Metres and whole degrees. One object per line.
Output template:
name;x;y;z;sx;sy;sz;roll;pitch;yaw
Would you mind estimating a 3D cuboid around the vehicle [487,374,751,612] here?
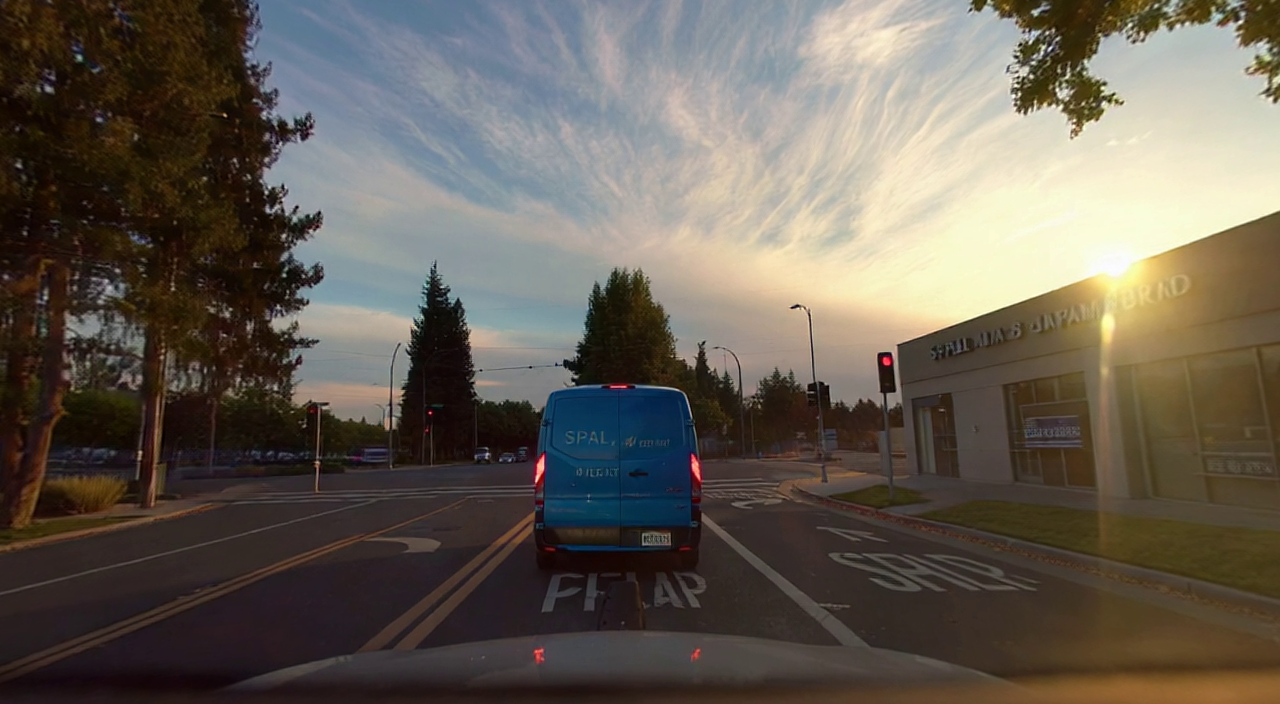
vehicle;-0.295;1.465;7.293;2.181;1.949;3.932;1;-9;-4
